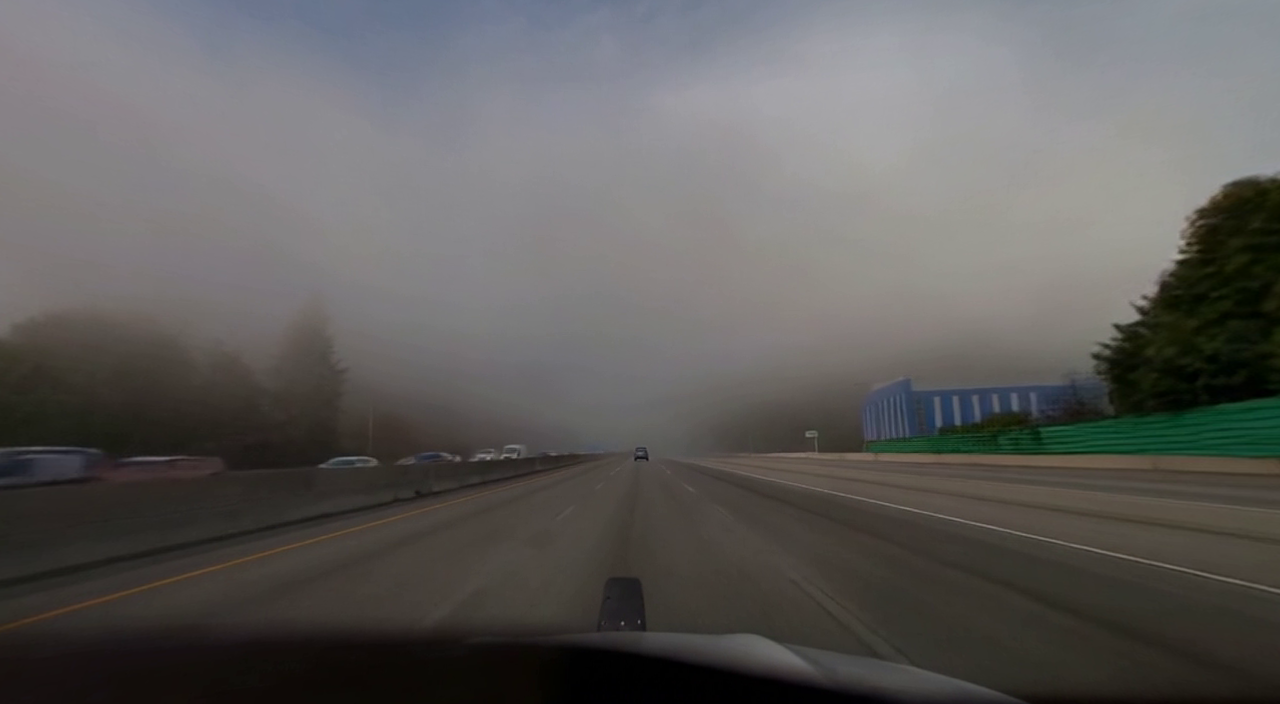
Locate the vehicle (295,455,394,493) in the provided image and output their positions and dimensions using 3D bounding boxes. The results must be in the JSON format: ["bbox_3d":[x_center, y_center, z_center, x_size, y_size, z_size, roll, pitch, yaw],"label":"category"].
[{"bbox_3d":[-12.314,5.088,26.629,1.971,1.437,4.488,0,-9,1],"label":"vehicle"}]

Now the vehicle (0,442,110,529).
[{"bbox_3d":[-12.099,2.320,10.950,1.986,1.494,4.310,0,-9,1],"label":"vehicle"}]

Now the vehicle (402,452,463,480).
[{"bbox_3d":[-11.886,6.540,36.393,1.922,1.458,4.410,-1,-9,1],"label":"vehicle"}]

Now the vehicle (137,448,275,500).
[{"bbox_3d":[-15.666,4.394,23.092,1.970,1.694,4.273,0,-9,0],"label":"vehicle"}]
